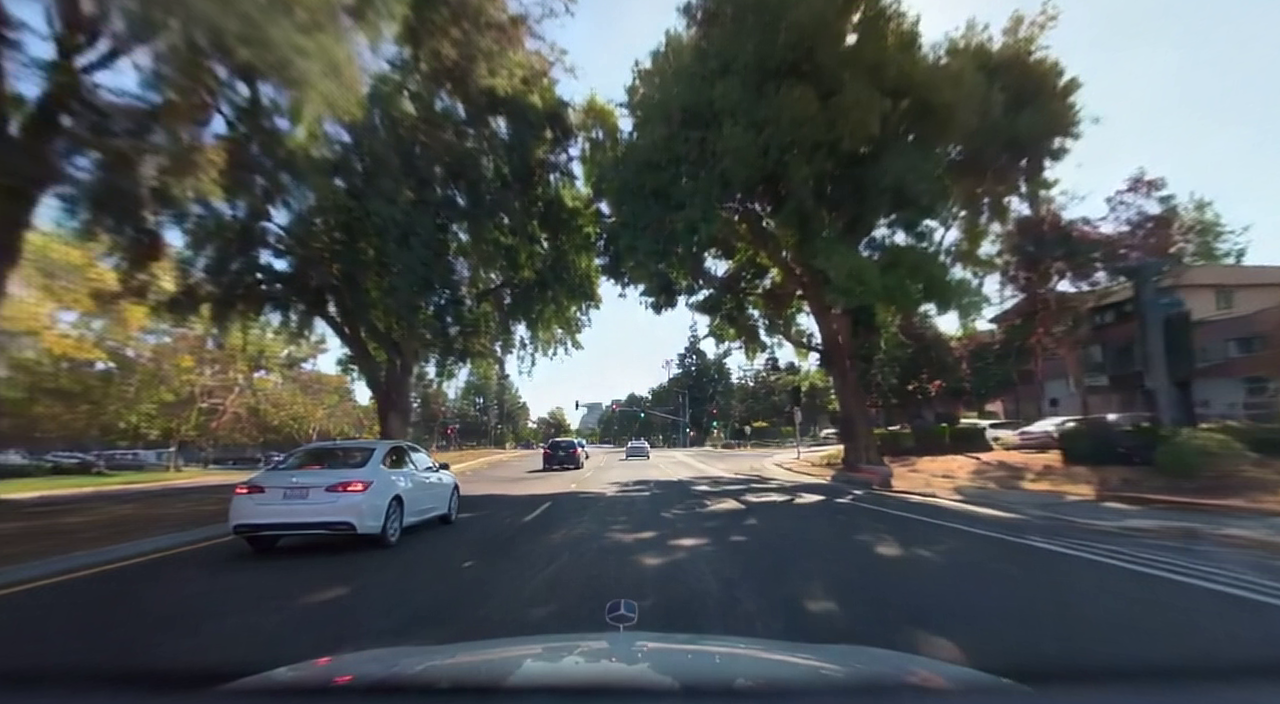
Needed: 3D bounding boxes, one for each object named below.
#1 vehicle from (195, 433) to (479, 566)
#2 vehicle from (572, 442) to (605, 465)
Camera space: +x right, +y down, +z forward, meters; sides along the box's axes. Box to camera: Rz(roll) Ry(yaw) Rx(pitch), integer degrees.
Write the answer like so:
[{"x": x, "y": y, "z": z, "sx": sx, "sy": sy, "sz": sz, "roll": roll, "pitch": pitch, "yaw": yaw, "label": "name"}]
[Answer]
[{"x": -3.834, "y": 1.927, "z": 9.064, "sx": 1.905, "sy": 1.418, "sz": 4.396, "roll": 0, "pitch": -9, "yaw": 0, "label": "vehicle"}, {"x": -3.755, "y": 7.455, "z": 46.703, "sx": 2.103, "sy": 1.592, "sz": 4.160, "roll": 0, "pitch": -9, "yaw": 0, "label": "vehicle"}]
